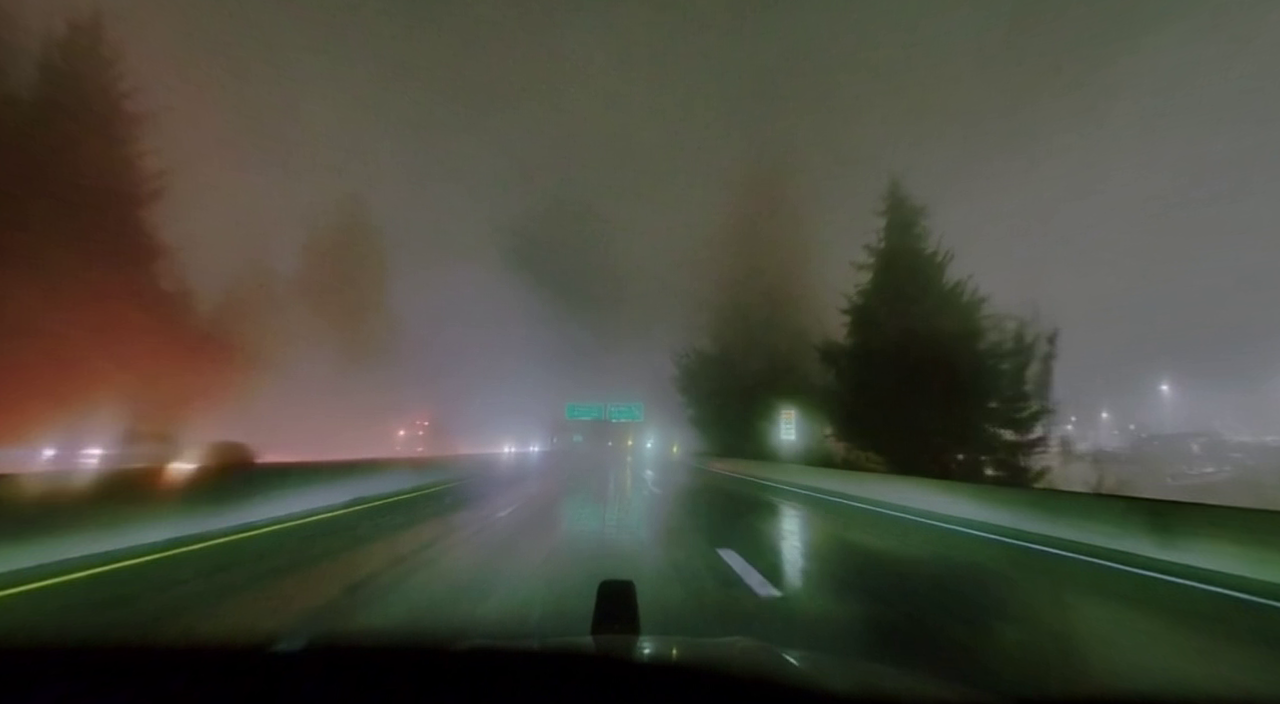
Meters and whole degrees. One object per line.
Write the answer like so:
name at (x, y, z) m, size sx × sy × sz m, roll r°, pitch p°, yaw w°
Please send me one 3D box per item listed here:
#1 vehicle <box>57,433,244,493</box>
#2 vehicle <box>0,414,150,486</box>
vehicle at (-13.323, 3.049, 17.487) m, size 1.781 × 1.453 × 4.314 m, roll 0°, pitch -9°, yaw -1°
vehicle at (-17.762, 2.937, 18.821) m, size 2.040 × 1.860 × 5.052 m, roll 0°, pitch -9°, yaw -1°
